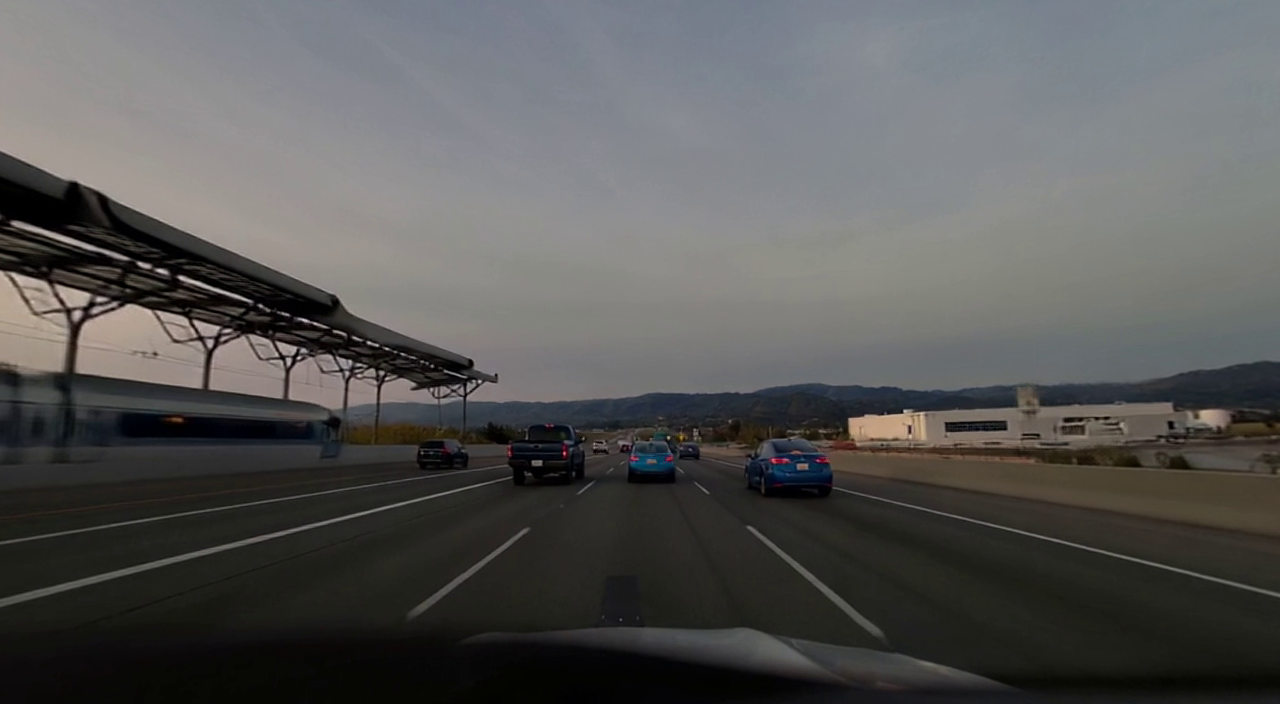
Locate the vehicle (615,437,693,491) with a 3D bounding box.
[{"bbox_3d":[0.398,3.450,19.681,2.171,1.493,4.081,0,-8,0],"label":"vehicle"}]

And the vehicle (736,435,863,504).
[{"bbox_3d":[3.885,2.948,16.311,2.023,1.510,4.773,0,-8,0],"label":"vehicle"}]

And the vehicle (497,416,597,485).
[{"bbox_3d":[-3.287,3.725,24.082,2.733,2.230,6.820,0,-8,0],"label":"vehicle"}]

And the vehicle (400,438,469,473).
[{"bbox_3d":[-10.918,5.507,33.846,2.137,1.728,4.665,0,-8,0],"label":"vehicle"}]
